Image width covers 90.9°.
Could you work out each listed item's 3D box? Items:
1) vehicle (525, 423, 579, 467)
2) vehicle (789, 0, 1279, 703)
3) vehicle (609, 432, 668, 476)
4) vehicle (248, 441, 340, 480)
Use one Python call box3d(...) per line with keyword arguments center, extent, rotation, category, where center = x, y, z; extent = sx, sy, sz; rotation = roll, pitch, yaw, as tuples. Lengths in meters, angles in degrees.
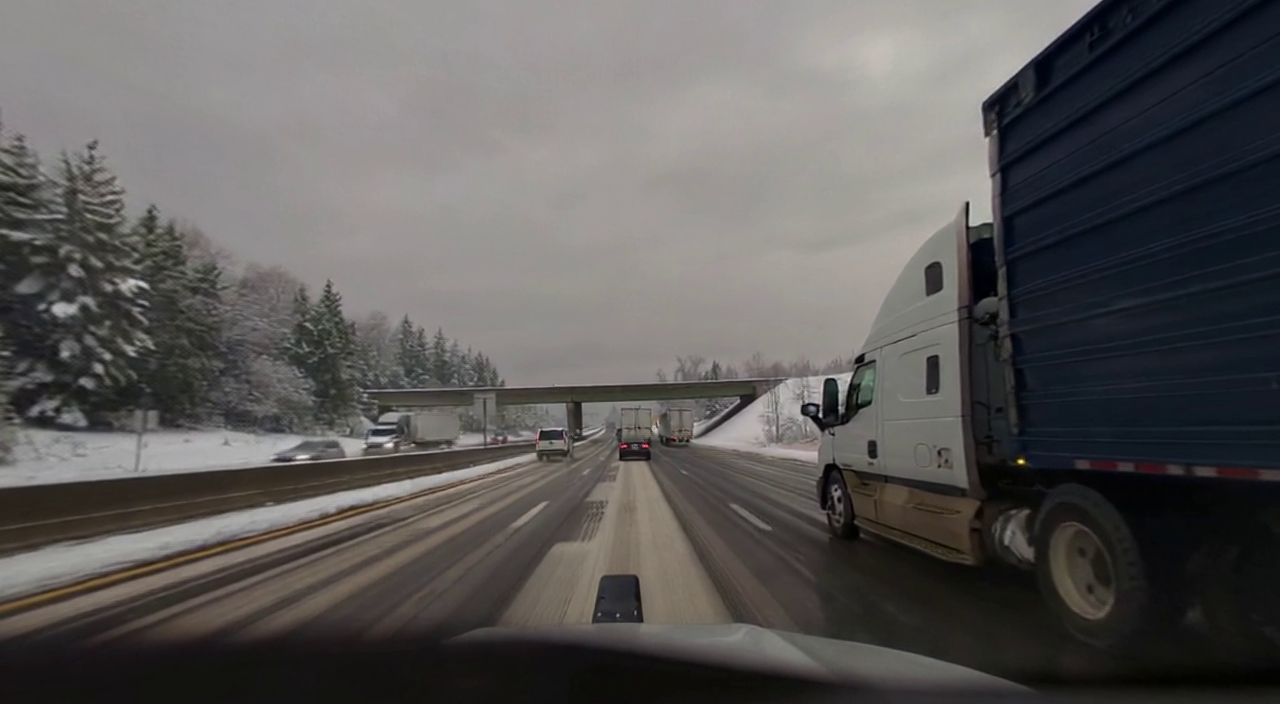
box3d(center=(-4.277, 4.602, 31.330), extent=(2.013, 1.961, 4.692), rotation=(0, -8, 0), category="vehicle")
box3d(center=(3.652, 0.233, 5.110), extent=(2.783, 3.483, 7.836), rotation=(0, -8, -1), category="vehicle")
box3d(center=(-0.082, 3.825, 23.900), extent=(2.059, 1.522, 3.693), rotation=(0, -8, -1), category="vehicle")
box3d(center=(-16.374, 5.126, 30.119), extent=(1.938, 1.653, 4.297), rotation=(0, -8, 0), category="vehicle")
